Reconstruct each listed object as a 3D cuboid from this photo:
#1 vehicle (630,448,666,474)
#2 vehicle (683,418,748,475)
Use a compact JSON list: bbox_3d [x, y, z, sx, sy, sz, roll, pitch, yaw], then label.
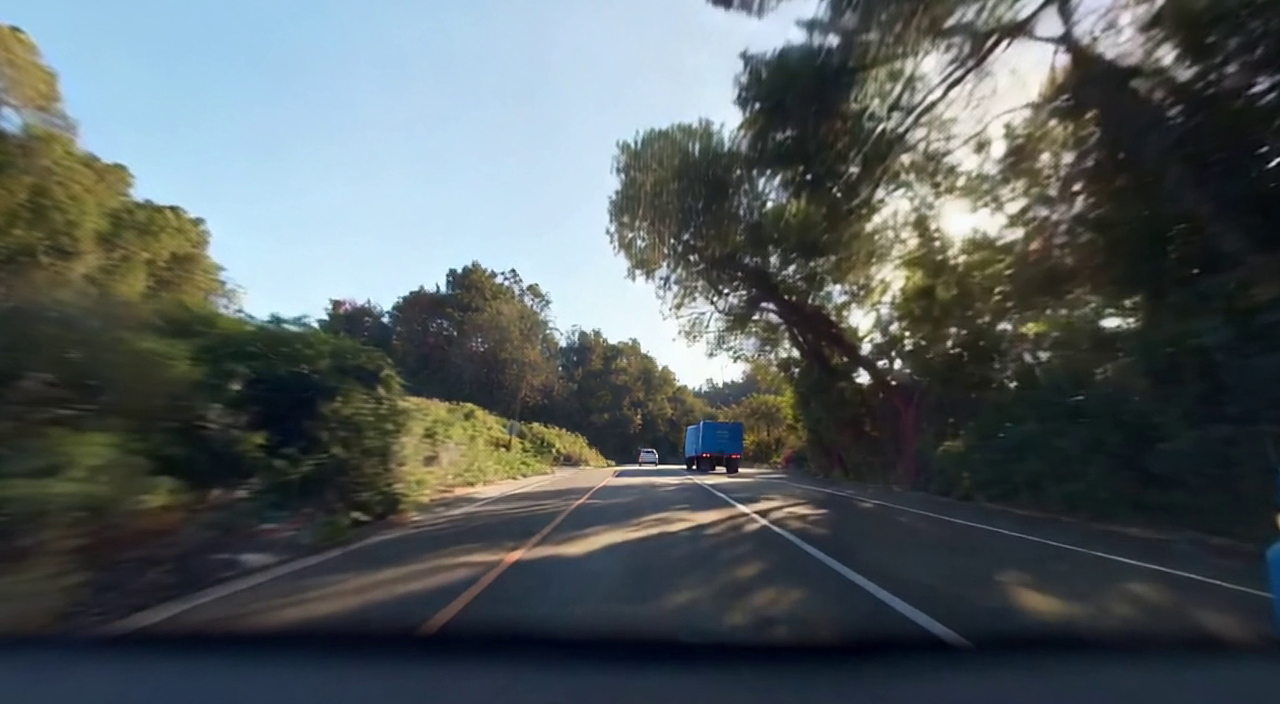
[{"bbox_3d":[0.495,6.926,40.085,2.170,1.544,4.373,0,-9,1],"label":"vehicle"},{"bbox_3d":[4.560,5.957,39.619,3.015,3.211,7.982,0,-9,-1],"label":"vehicle"}]
